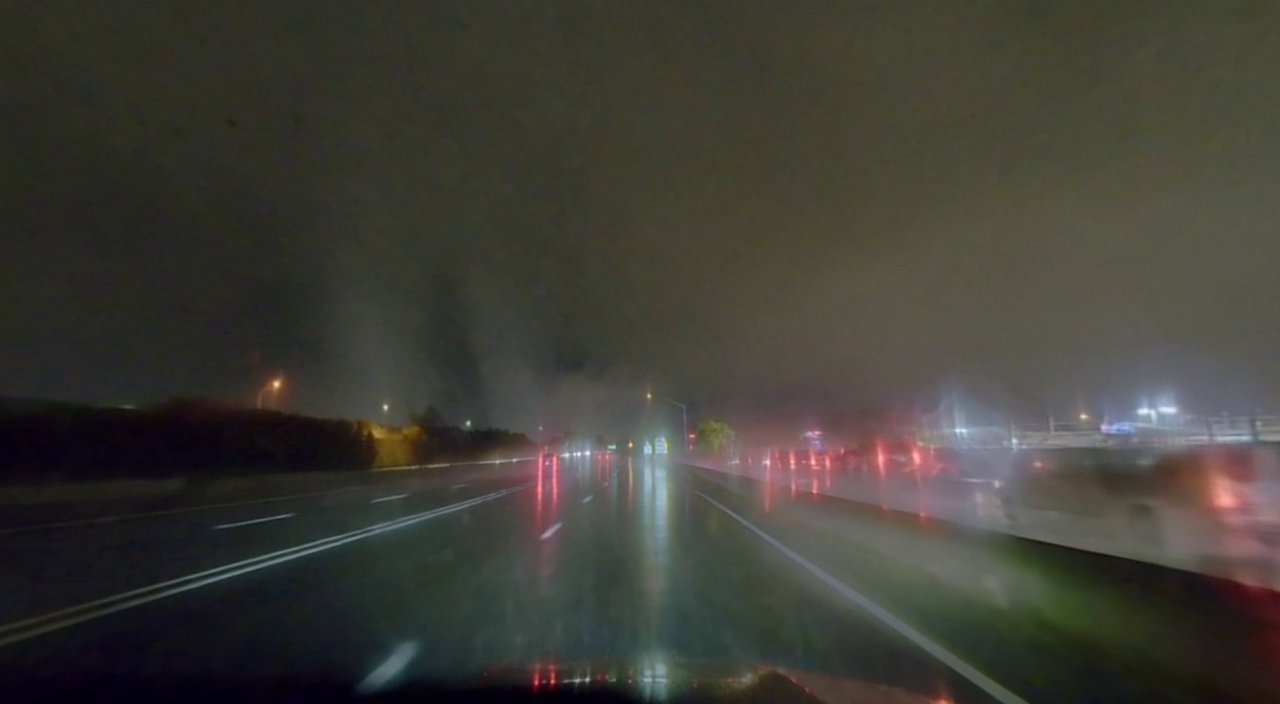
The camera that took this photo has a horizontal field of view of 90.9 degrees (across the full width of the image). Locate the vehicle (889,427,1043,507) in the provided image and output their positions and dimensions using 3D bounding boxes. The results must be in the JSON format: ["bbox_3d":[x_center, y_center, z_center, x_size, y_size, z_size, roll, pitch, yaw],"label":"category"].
[{"bbox_3d":[15.919,5.706,31.863,2.752,3.433,9.030,0,-9,-1],"label":"vehicle"}]

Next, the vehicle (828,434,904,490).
[{"bbox_3d":[15.838,7.740,44.990,2.391,3.553,8.914,0,-9,2],"label":"vehicle"}]

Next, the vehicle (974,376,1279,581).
[{"bbox_3d":[12.807,3.008,15.905,2.941,3.578,10.624,1,-9,0],"label":"vehicle"}]
